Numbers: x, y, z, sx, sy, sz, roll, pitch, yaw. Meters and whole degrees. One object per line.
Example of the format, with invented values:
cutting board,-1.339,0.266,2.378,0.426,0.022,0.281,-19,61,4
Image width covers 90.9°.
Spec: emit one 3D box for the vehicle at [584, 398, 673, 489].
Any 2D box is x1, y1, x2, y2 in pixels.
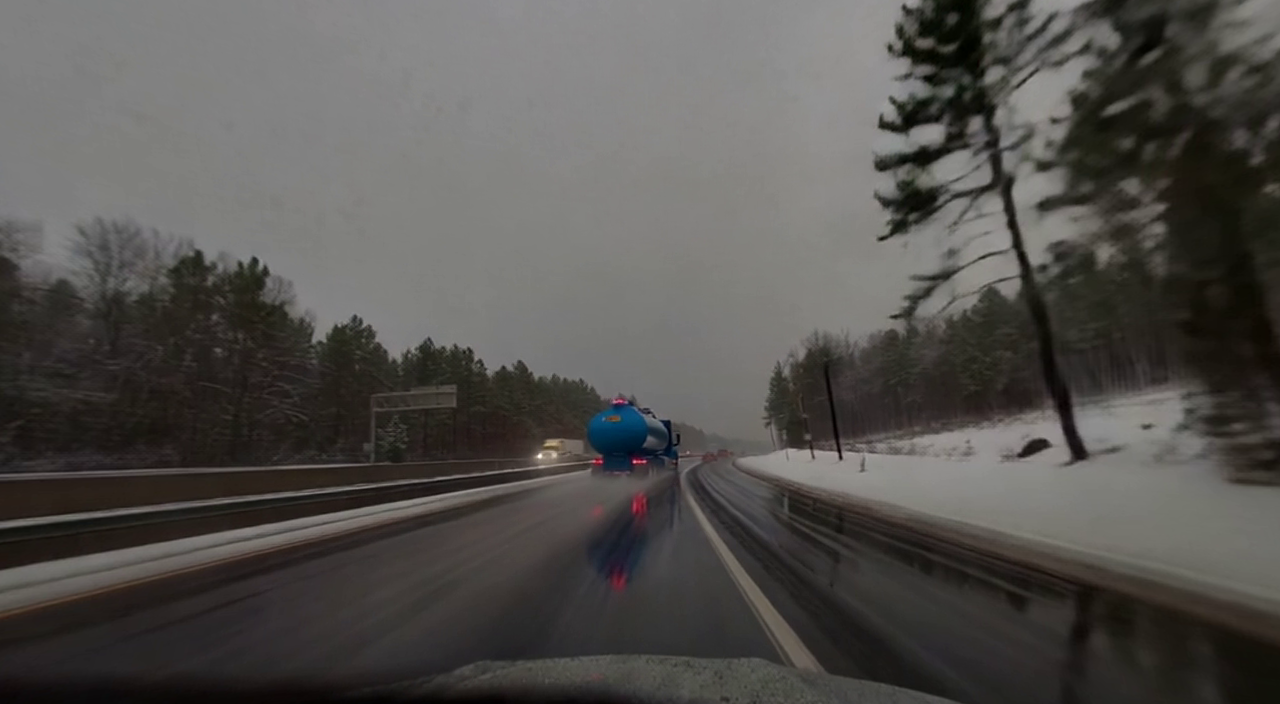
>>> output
vehicle,-0.134,4.747,32.838,2.907,3.747,13.318,-1,-8,6
